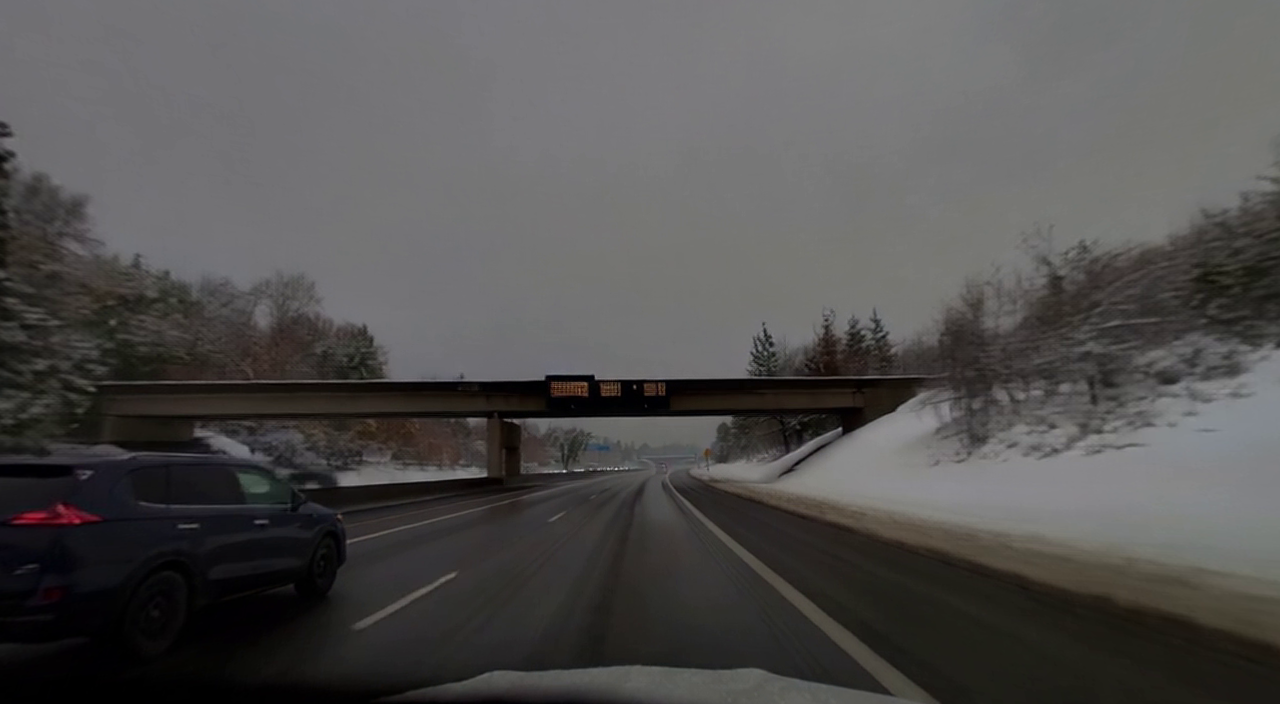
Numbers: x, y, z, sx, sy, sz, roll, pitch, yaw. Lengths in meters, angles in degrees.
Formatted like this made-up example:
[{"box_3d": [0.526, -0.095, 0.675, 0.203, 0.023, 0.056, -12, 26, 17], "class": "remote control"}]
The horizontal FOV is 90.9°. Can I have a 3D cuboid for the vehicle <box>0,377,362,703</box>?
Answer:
[{"box_3d": [-4.095, 1.227, 4.370, 2.141, 1.697, 4.641, 1, -11, 0], "class": "vehicle"}]
